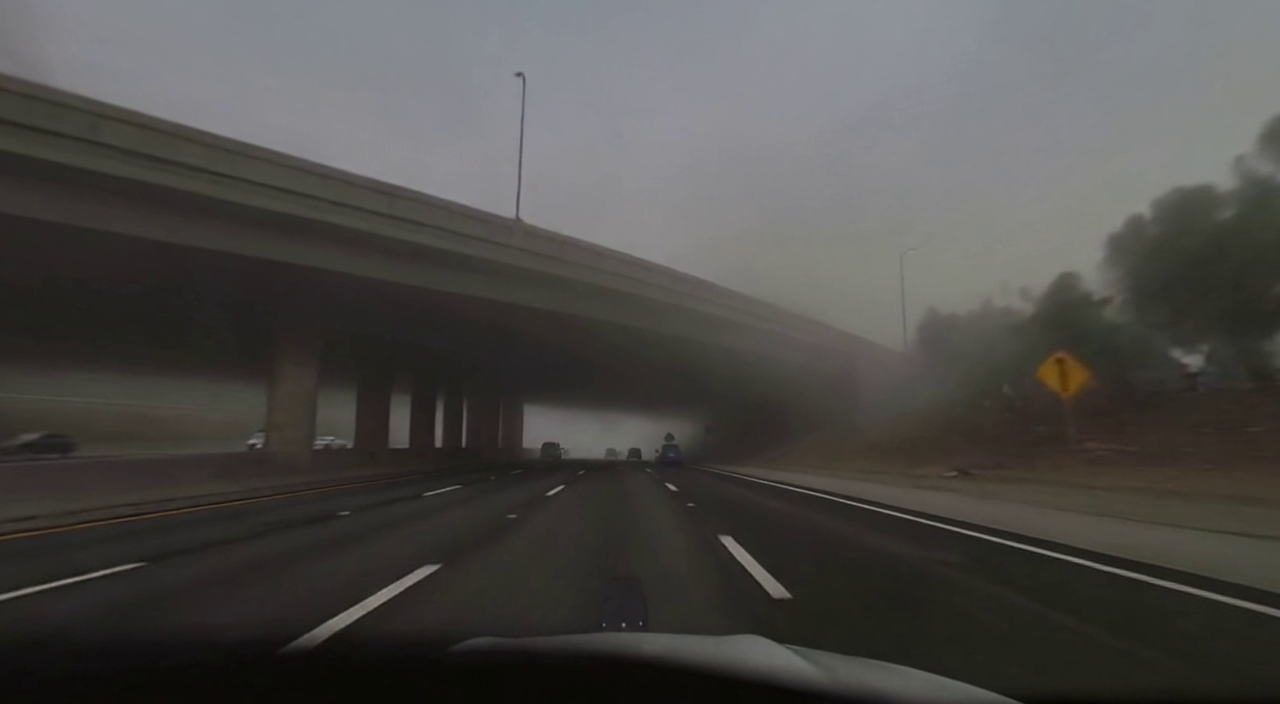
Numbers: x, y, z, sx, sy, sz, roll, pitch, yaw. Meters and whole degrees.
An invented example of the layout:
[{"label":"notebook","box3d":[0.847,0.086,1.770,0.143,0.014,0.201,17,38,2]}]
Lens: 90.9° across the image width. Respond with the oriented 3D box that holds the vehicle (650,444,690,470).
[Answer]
[{"label":"vehicle","box3d":[1.839,6.641,40.223,2.059,1.509,4.670,0,-8,-3]}]
